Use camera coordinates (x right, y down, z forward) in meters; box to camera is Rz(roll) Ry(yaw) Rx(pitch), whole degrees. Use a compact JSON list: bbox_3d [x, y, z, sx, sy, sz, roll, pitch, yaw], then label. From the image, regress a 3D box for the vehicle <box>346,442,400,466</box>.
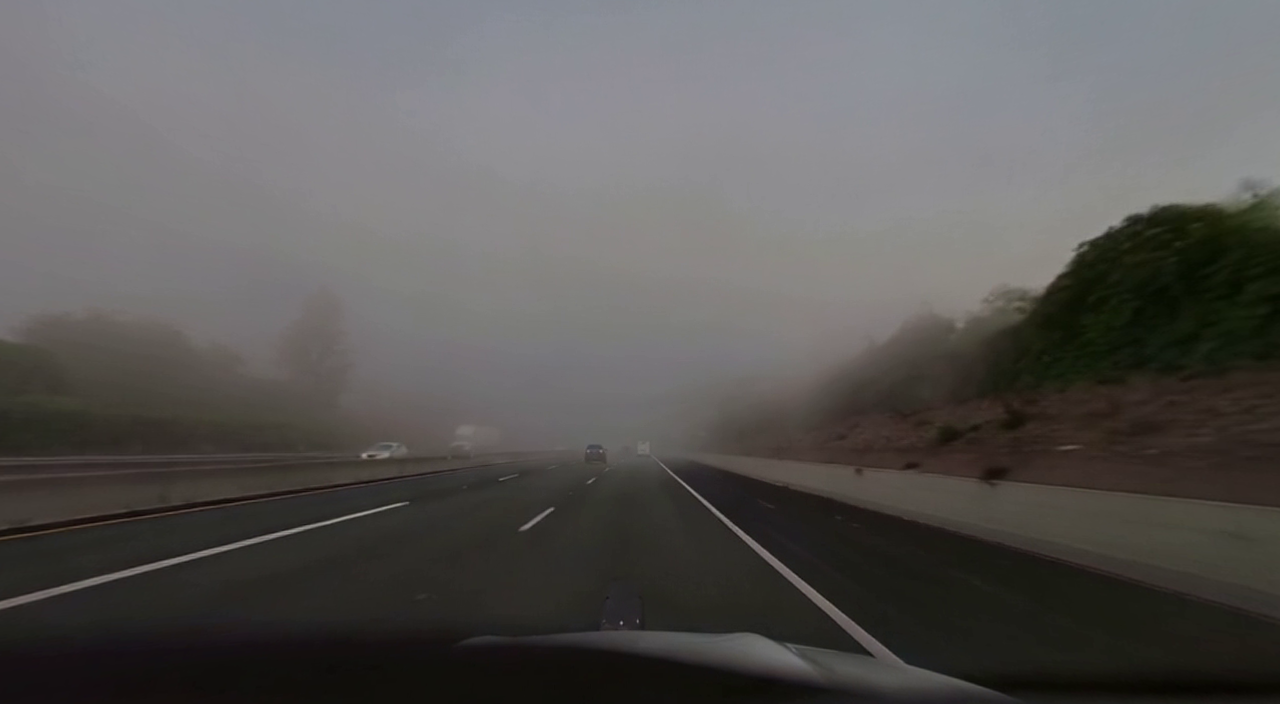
[{"bbox_3d":[-18.901,7.218,44.846,1.934,1.555,4.287,0,-9,1],"label":"vehicle"}]
